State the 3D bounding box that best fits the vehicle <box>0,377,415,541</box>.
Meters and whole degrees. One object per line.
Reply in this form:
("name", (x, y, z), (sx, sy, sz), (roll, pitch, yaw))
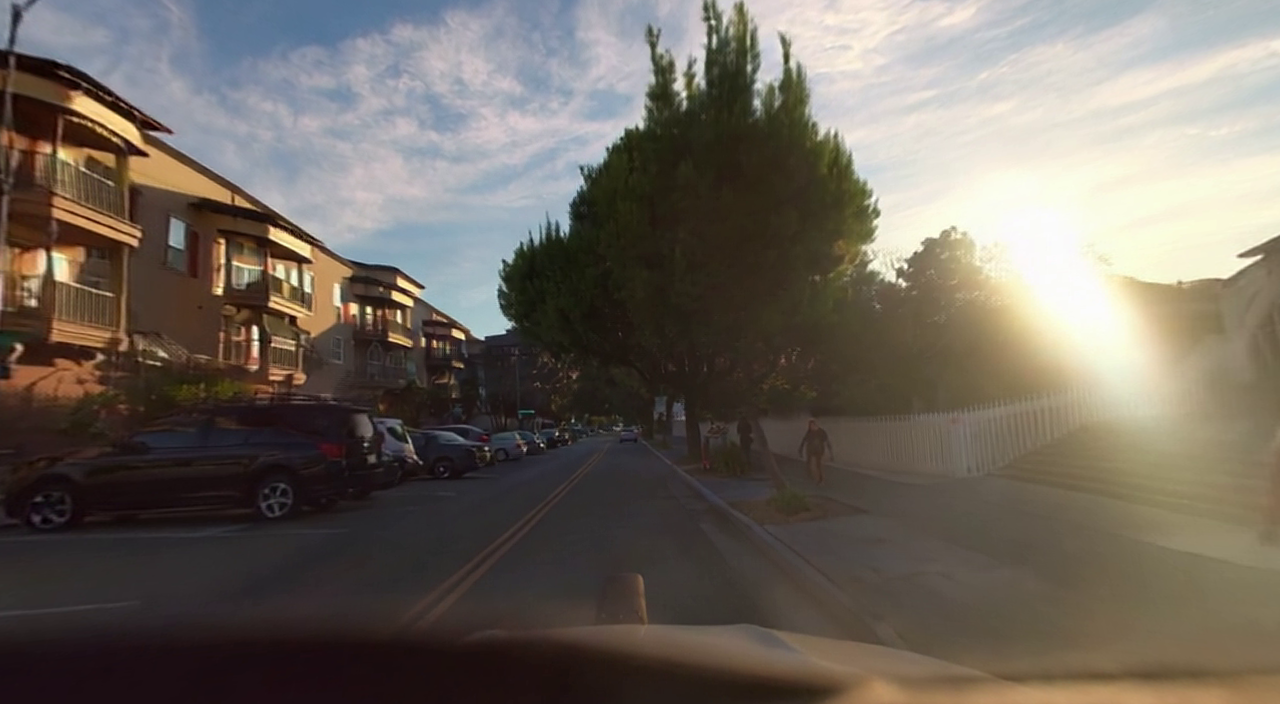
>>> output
("vehicle", (-7.238, 1.808, 11.142), (5.592, 2.439, 2.515), (-1, -7, -1))
